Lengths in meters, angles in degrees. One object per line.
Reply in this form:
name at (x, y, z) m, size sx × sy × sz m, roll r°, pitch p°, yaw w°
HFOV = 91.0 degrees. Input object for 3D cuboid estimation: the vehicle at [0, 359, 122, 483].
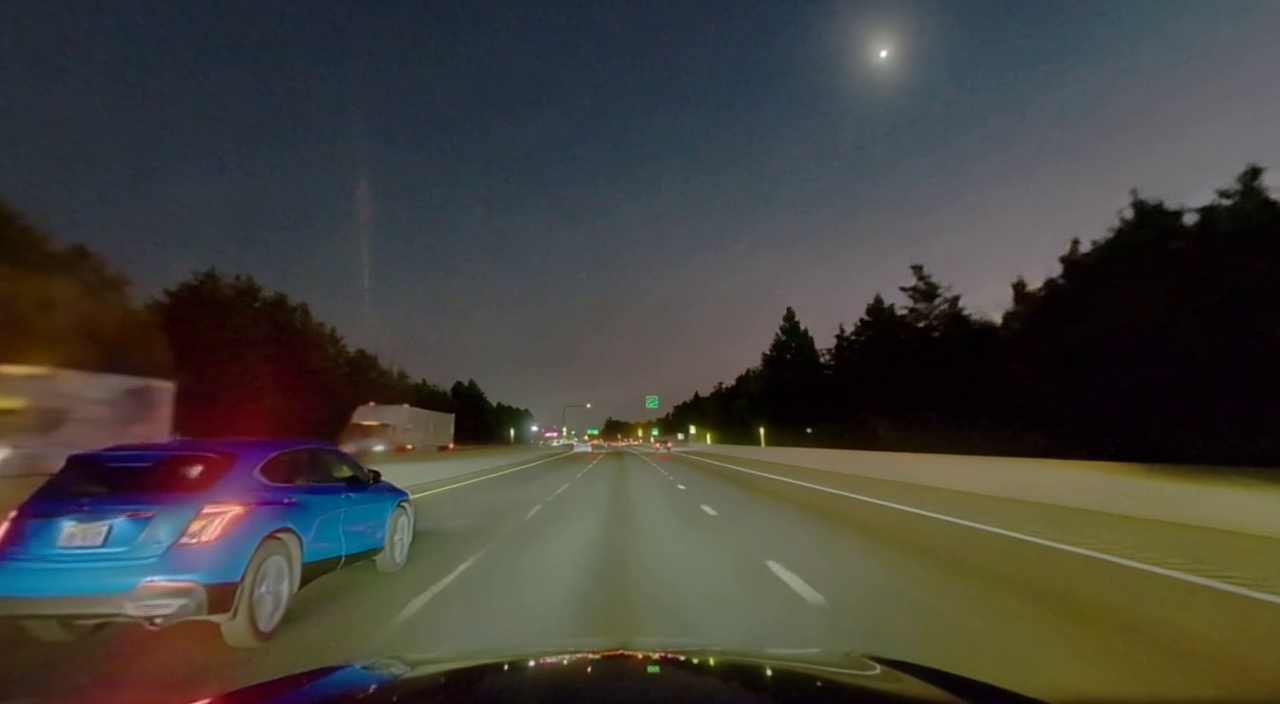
vehicle at (-15.253, 1.520, 13.798) m, size 2.366 × 2.696 × 6.313 m, roll 0°, pitch -8°, yaw 0°
